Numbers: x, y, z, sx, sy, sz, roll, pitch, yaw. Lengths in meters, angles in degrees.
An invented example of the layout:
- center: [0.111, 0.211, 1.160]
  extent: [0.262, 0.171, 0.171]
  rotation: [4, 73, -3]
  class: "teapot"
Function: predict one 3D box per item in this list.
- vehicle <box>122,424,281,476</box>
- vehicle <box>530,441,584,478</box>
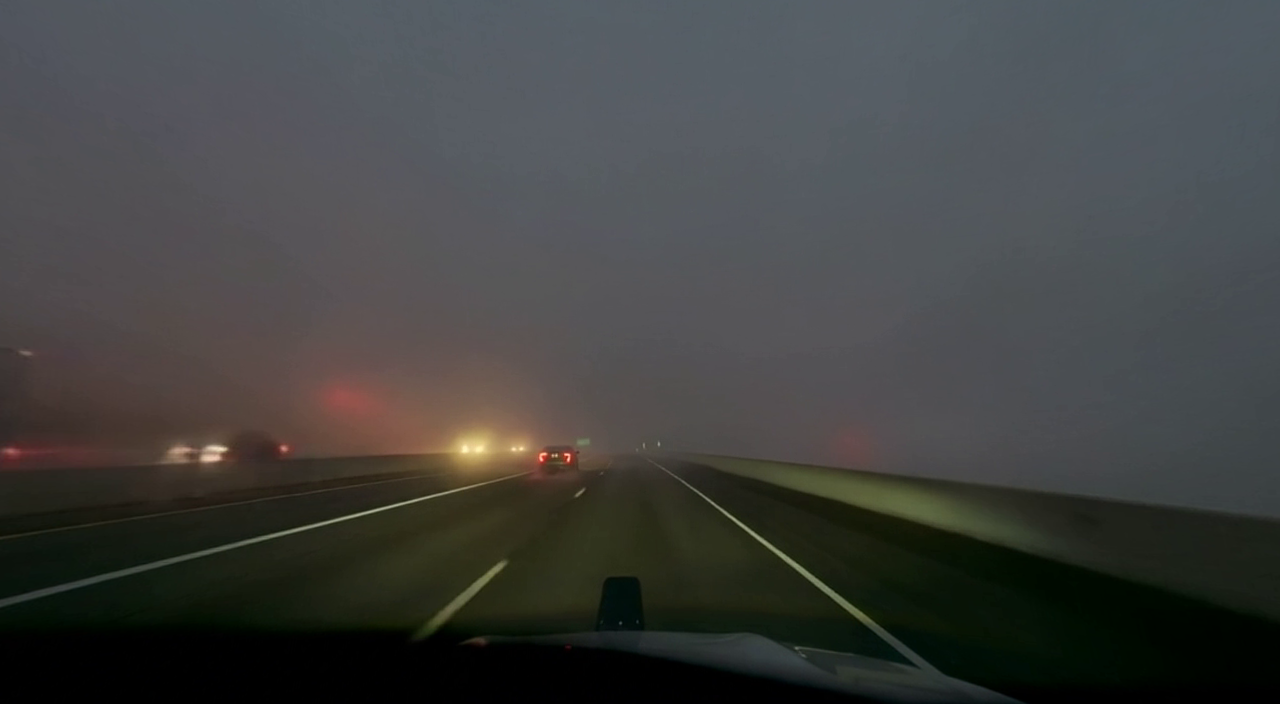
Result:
- center: [-17.320, 3.951, 25.404]
  extent: [2.247, 1.825, 5.721]
  rotation: [1, -9, 0]
  class: "vehicle"
- center: [-4.098, 5.348, 31.644]
  extent: [2.133, 1.683, 4.340]
  rotation: [1, -9, 0]
  class: "vehicle"
